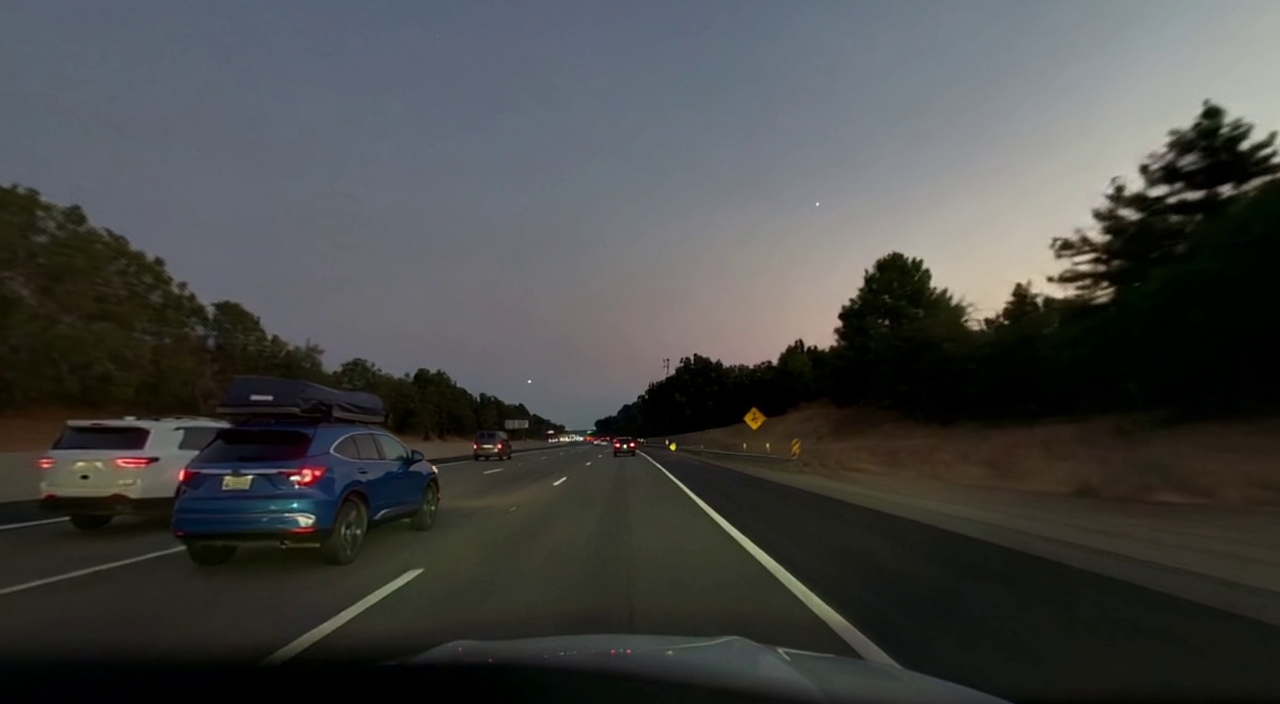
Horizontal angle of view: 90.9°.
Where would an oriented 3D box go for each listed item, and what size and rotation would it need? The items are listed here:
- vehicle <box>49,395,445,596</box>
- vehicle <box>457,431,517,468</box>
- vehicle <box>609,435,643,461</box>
[{"bbox_3d":[-4.200,1.574,7.964,2.069,1.748,4.652,0,-8,-1],"label":"vehicle"},{"bbox_3d":[-7.848,5.016,32.736,1.964,1.745,4.338,0,-8,1],"label":"vehicle"},{"bbox_3d":[-0.925,6.354,42.030,2.178,1.658,3.916,0,-8,-1],"label":"vehicle"}]
